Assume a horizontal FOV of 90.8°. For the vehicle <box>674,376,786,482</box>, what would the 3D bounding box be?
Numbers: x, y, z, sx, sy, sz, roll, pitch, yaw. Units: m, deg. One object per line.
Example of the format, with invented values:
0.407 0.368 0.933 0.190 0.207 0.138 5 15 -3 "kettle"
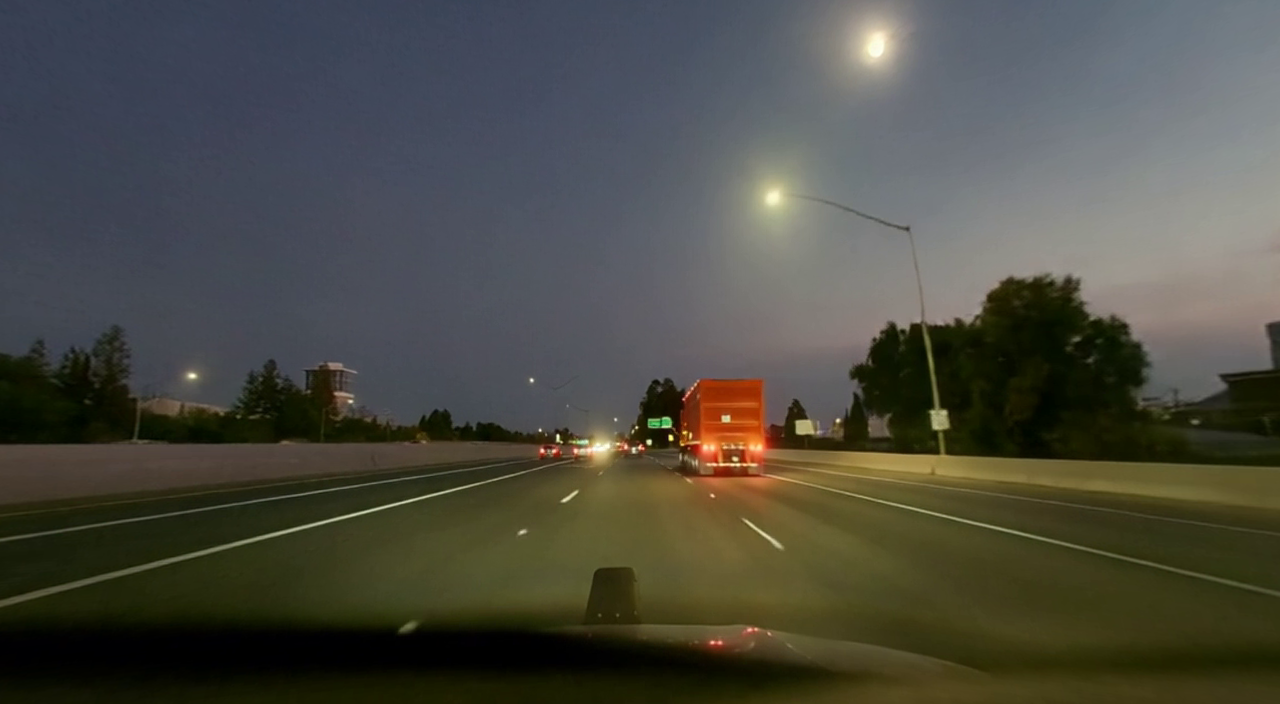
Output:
3.307 3.385 26.658 2.966 3.586 10.563 0 -9 -1 "vehicle"
